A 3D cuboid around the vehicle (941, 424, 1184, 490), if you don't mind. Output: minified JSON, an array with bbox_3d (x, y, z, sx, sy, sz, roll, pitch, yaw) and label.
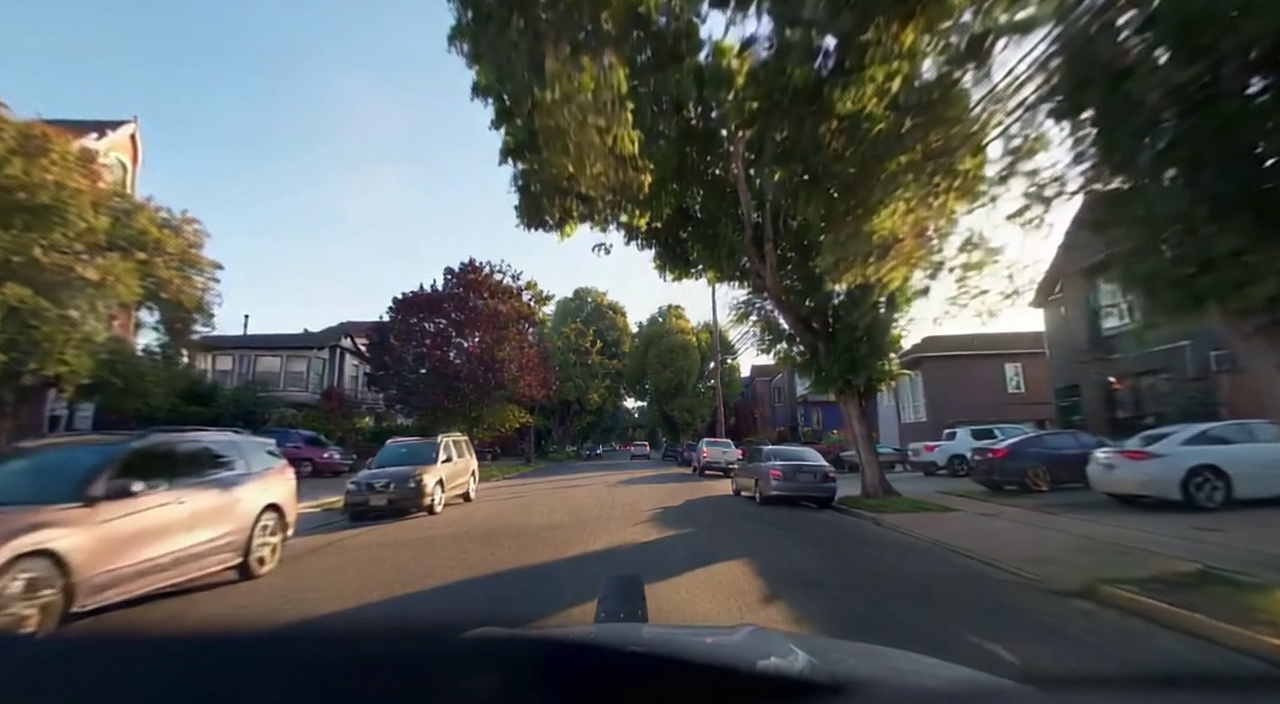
[{"bbox_3d":[10.743,2.700,16.391,4.739,1.576,2.086,0,-9,1],"label":"vehicle"}]

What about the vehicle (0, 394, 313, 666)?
[{"bbox_3d":[-5.341,1.333,5.633,2.275,1.781,4.682,0,-7,1],"label":"vehicle"}]

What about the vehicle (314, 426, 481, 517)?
[{"bbox_3d":[-5.203,2.629,14.304,2.103,1.731,4.197,0,-9,0],"label":"vehicle"}]

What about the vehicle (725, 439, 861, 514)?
[{"bbox_3d":[3.415,2.879,15.197,2.008,1.482,4.891,0,-8,-1],"label":"vehicle"}]

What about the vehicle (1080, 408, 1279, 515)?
[{"bbox_3d":[11.420,1.928,11.814,4.776,1.602,1.968,-4,-7,0],"label":"vehicle"}]

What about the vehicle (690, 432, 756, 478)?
[{"bbox_3d":[3.563,4.577,28.295,2.280,1.820,5.001,0,-8,0],"label":"vehicle"}]
